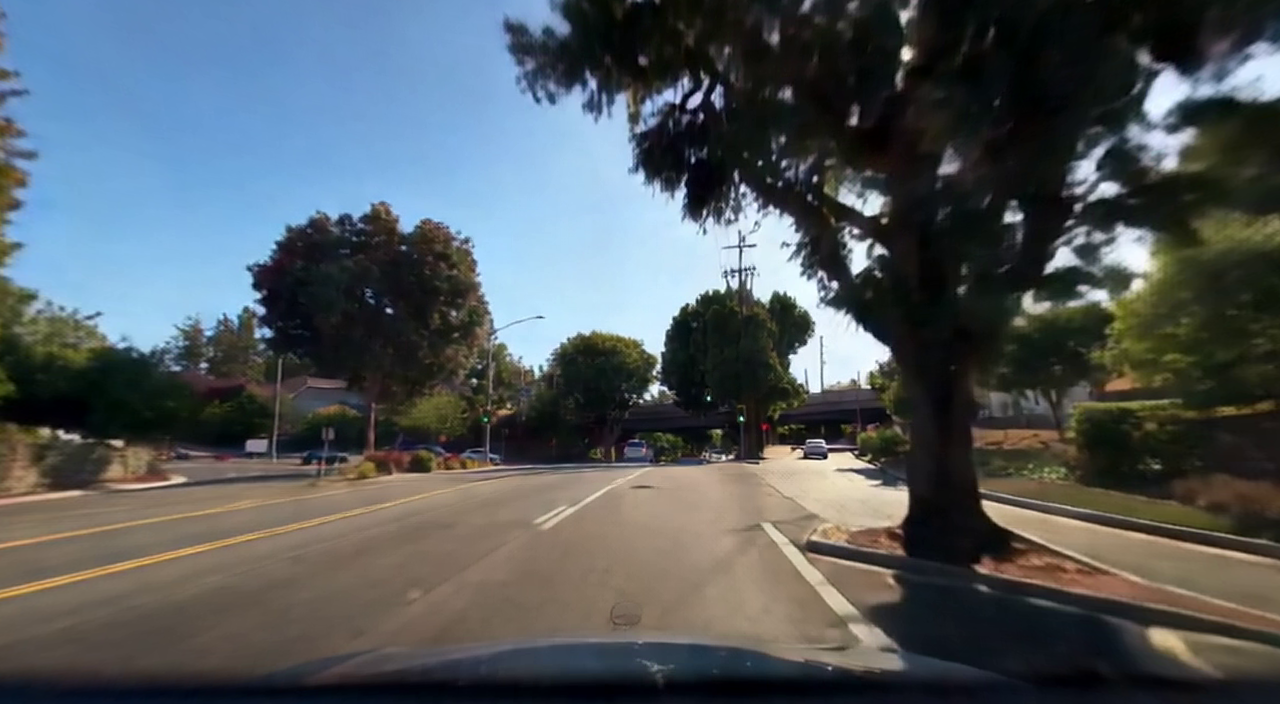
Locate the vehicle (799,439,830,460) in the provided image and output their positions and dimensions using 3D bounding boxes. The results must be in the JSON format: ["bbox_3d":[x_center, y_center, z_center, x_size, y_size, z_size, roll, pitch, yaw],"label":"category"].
[{"bbox_3d":[13.308,7.401,48.022,2.058,1.475,4.587,-3,-9,18],"label":"vehicle"}]

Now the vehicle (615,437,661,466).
[{"bbox_3d":[-0.037,5.541,35.316,1.997,1.542,4.202,-1,-8,7],"label":"vehicle"}]
